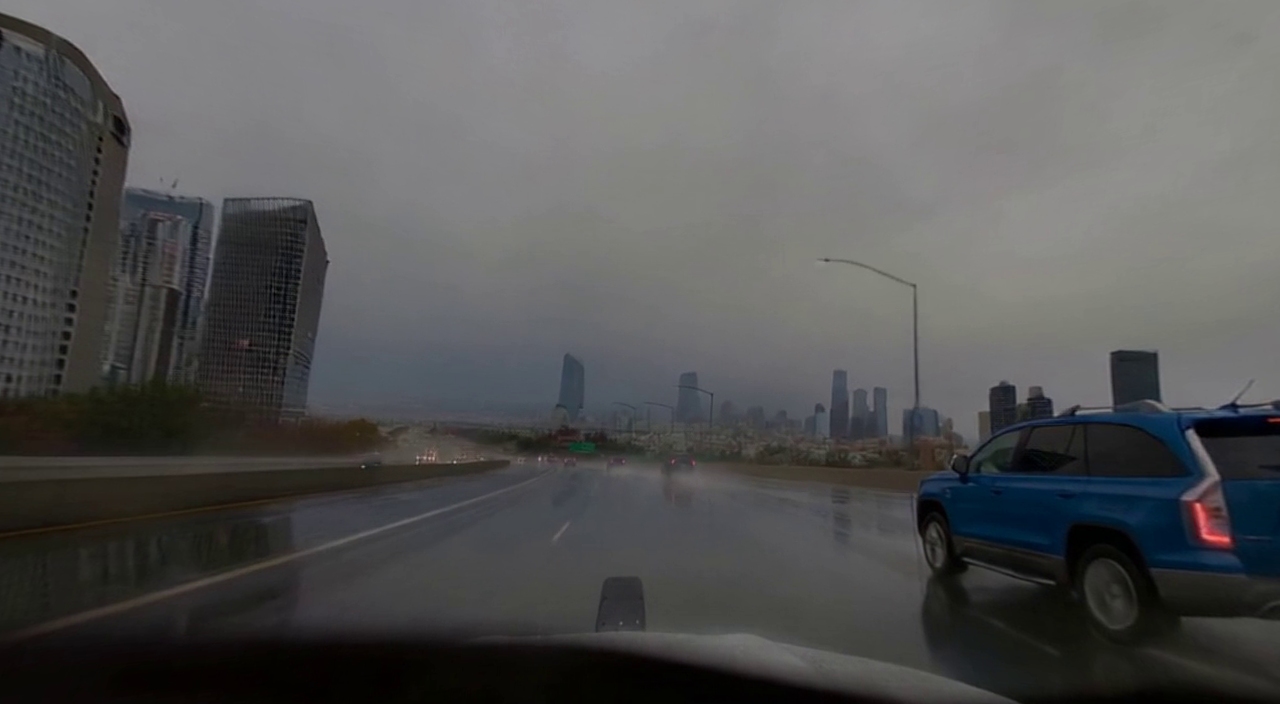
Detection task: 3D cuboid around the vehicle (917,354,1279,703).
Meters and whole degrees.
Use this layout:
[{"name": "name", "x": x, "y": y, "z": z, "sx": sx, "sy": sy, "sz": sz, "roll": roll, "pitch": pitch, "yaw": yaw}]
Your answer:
[{"name": "vehicle", "x": 4.149, "y": 1.166, "z": 4.594, "sx": 2.182, "sy": 1.826, "sz": 4.392, "roll": 0, "pitch": -9, "yaw": -1}]

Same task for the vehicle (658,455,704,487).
[{"name": "vehicle", "x": 2.455, "y": 7.353, "z": 39.305, "sx": 2.110, "sy": 1.780, "sz": 4.682, "roll": 1, "pitch": -9, "yaw": -5}]
